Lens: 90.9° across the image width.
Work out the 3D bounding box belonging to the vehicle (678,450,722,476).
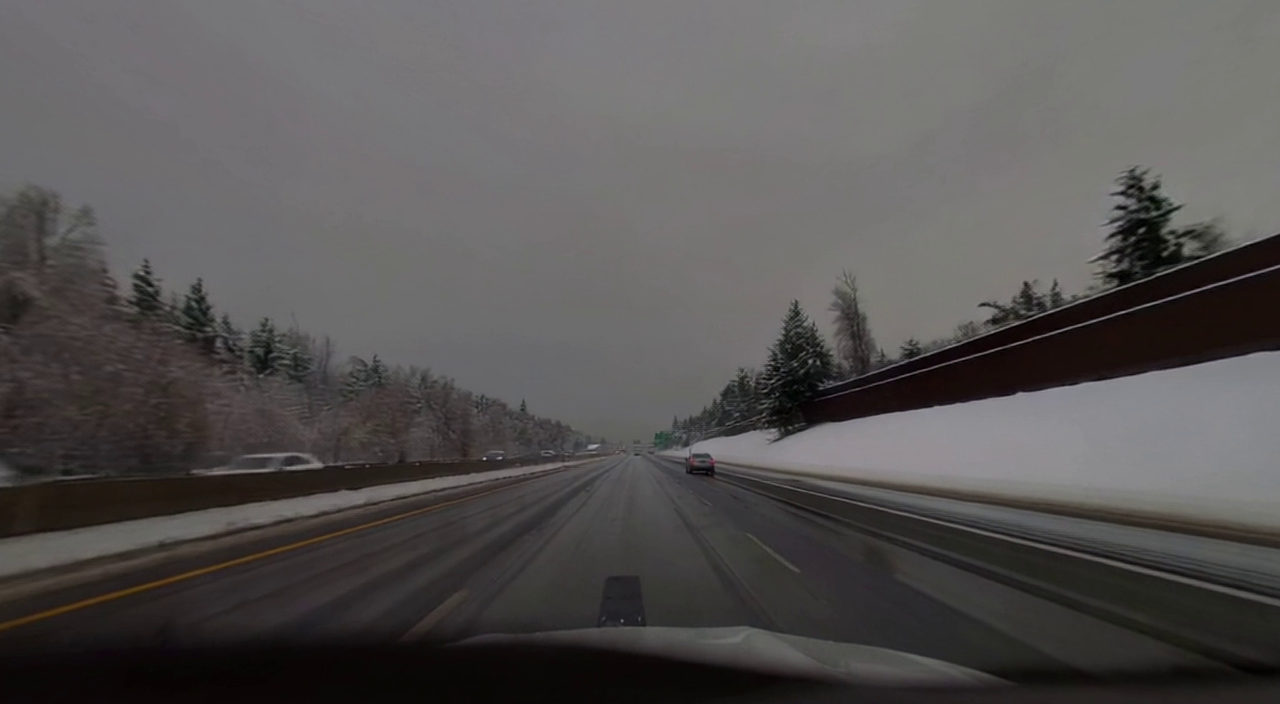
[{"bbox_3d":[3.437,6.463,36.867,2.065,1.400,4.028,0,-9,-2],"label":"vehicle"}]

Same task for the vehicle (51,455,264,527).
[{"bbox_3d":[-11.401,3.263,15.361,1.851,1.448,4.205,0,-9,0],"label":"vehicle"}]
